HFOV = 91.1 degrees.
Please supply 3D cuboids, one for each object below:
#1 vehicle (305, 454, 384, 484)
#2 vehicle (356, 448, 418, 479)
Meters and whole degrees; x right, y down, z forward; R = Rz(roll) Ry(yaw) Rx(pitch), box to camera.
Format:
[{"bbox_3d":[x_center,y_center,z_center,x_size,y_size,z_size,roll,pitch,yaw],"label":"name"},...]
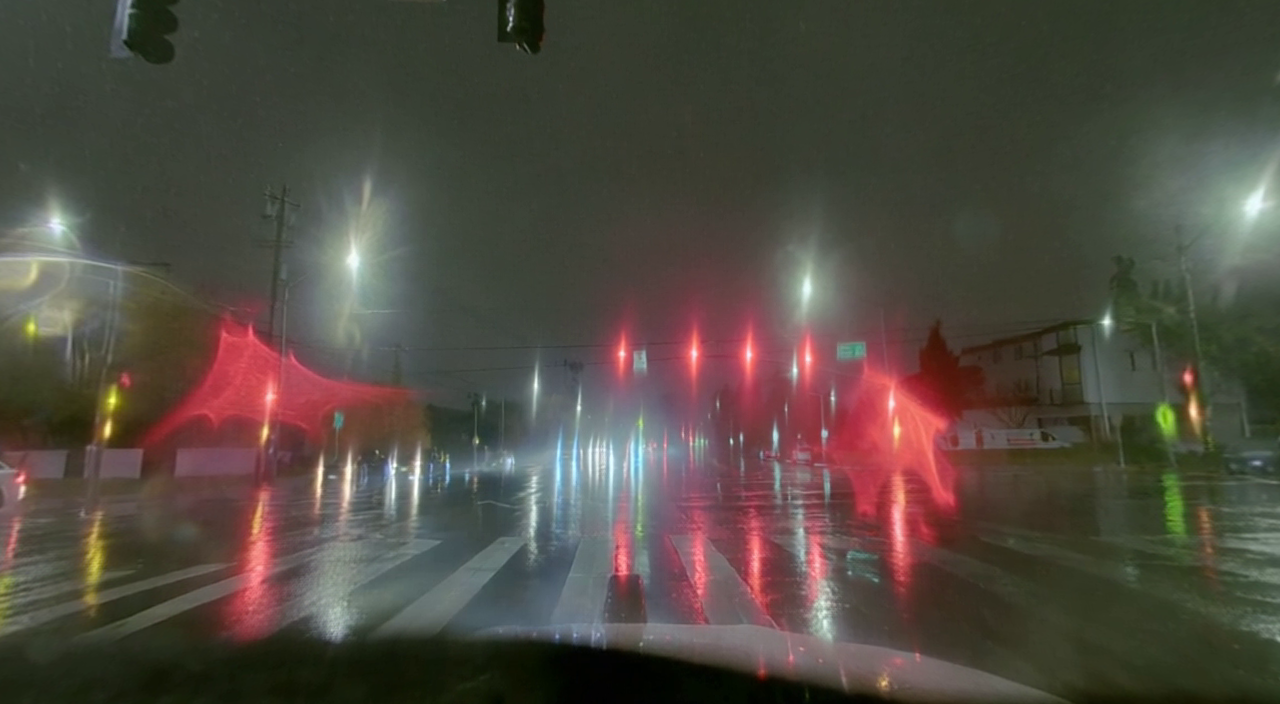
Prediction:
[{"bbox_3d":[-16.092,6.377,34.496,2.055,1.506,4.663,0,-9,0],"label":"vehicle"},{"bbox_3d":[-16.178,7.103,40.451,1.960,1.819,5.018,0,-9,-1],"label":"vehicle"}]
